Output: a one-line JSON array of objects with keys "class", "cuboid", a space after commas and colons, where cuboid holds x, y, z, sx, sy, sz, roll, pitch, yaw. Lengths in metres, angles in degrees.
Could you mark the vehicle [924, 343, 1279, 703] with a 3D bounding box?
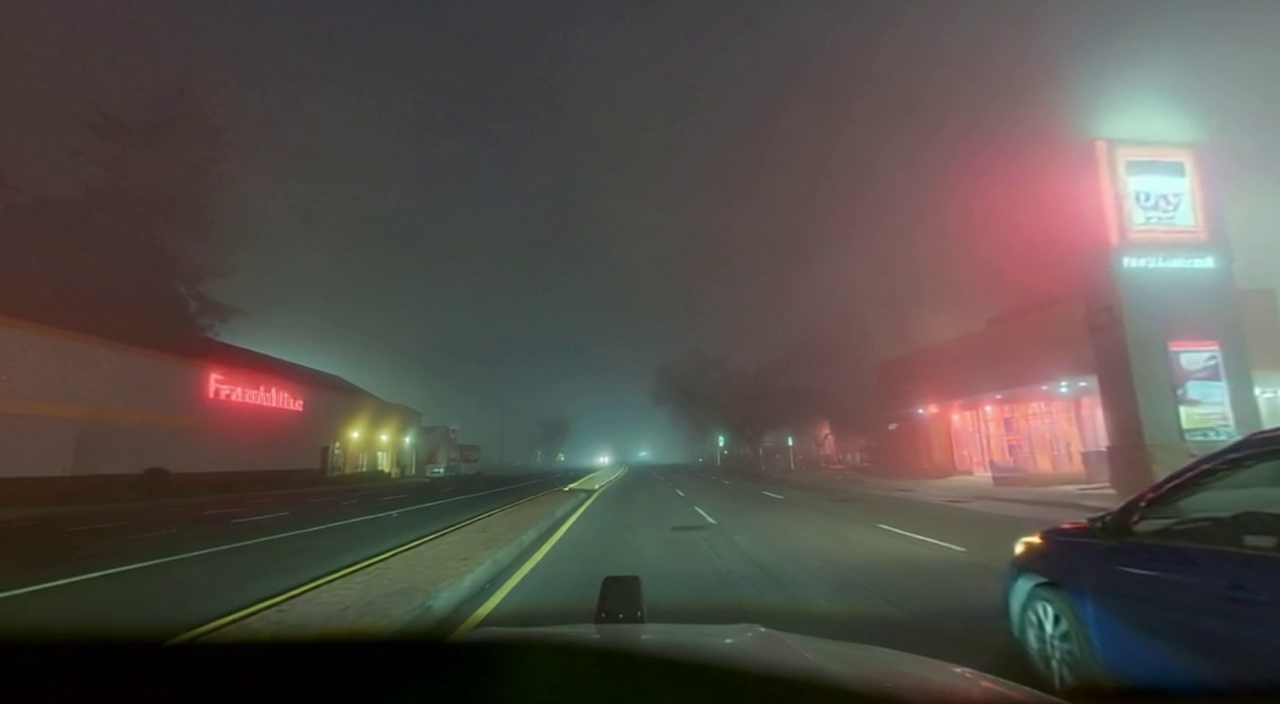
[{"class": "vehicle", "cuboid": [2.956, 0.761, 1.664, 2.015, 1.641, 4.995, 0, -9, -1]}]
